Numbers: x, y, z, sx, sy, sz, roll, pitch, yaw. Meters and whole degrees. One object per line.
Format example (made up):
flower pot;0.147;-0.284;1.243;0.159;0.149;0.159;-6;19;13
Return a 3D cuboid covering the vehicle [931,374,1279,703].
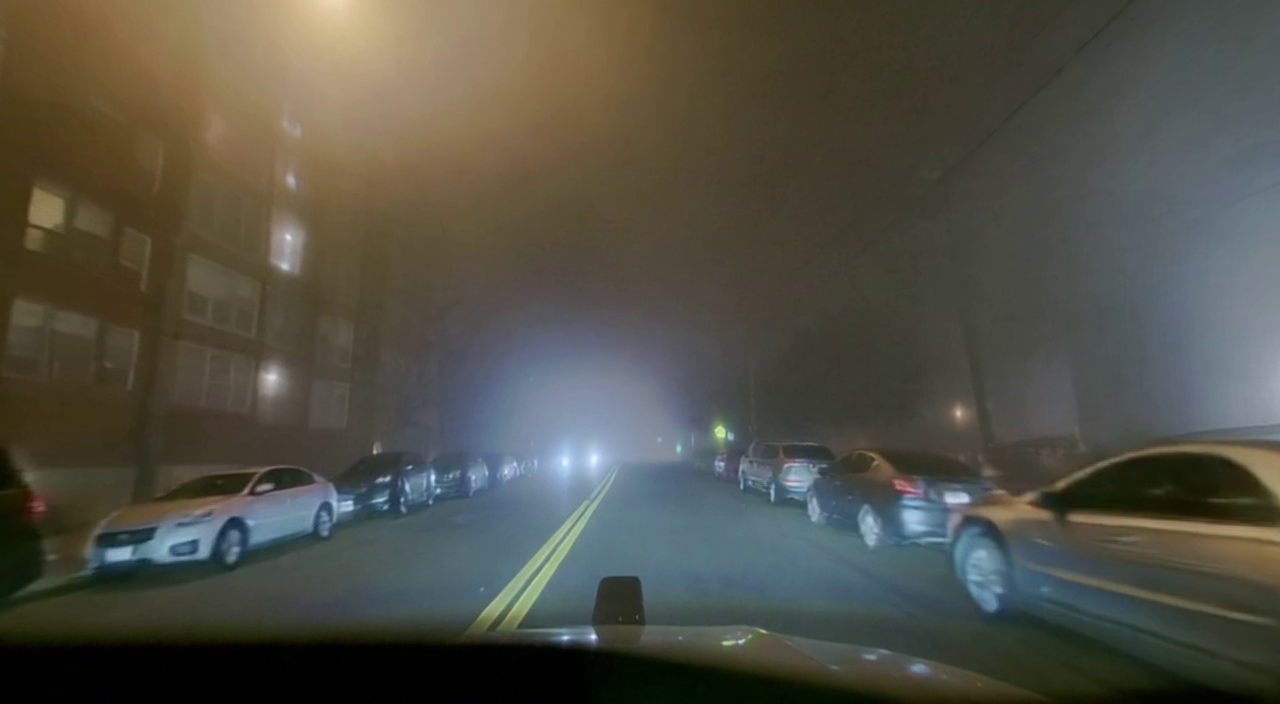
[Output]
vehicle;3.990;1.116;3.630;2.320;1.779;4.615;0;-8;-1

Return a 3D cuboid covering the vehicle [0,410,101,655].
vehicle;-6.077;1.225;3.335;2.175;1.849;4.725;-3;-8;3

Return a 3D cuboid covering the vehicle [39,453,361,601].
vehicle;-6.073;2.362;9.493;1.765;1.426;4.349;-7;-8;-1

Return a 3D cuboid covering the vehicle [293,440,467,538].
vehicle;-5.982;3.153;15.259;2.077;1.756;4.665;-6;-9;1
